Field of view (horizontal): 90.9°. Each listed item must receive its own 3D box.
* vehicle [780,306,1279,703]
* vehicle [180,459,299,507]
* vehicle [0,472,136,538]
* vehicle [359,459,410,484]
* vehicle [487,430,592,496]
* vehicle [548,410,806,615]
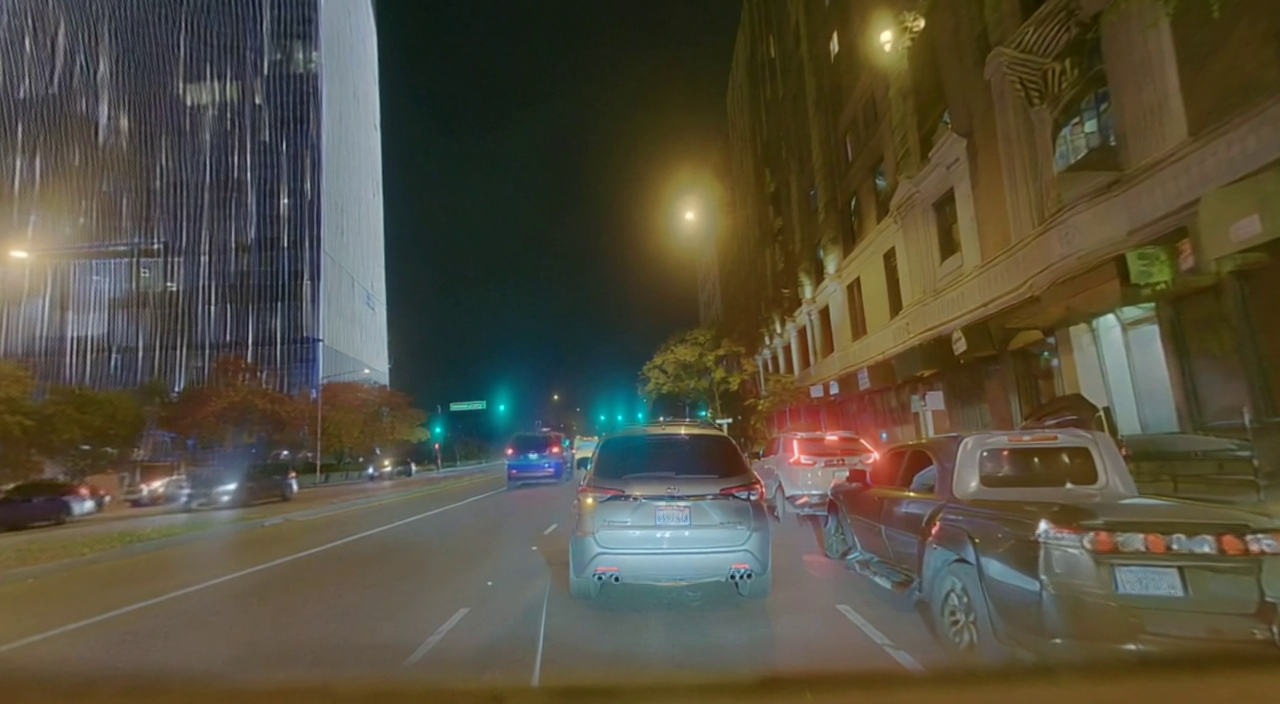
[{"bbox_3d":[2.748,1.088,4.914,2.117,1.855,4.794,0,-9,-1],"label":"vehicle"},{"bbox_3d":[-16.192,5.290,25.832,2.105,1.676,4.099,0,-9,1],"label":"vehicle"},{"bbox_3d":[-19.507,4.833,20.409,2.274,1.708,4.863,0,-9,1],"label":"vehicle"},{"bbox_3d":[-19.308,9.007,47.879,2.068,1.729,4.135,0,-9,0],"label":"vehicle"},{"bbox_3d":[-3.042,3.533,20.510,2.375,1.847,5.606,0,-9,1],"label":"vehicle"},{"bbox_3d":[0.238,1.546,6.873,2.045,1.608,3.573,0,-9,-2],"label":"vehicle"}]
